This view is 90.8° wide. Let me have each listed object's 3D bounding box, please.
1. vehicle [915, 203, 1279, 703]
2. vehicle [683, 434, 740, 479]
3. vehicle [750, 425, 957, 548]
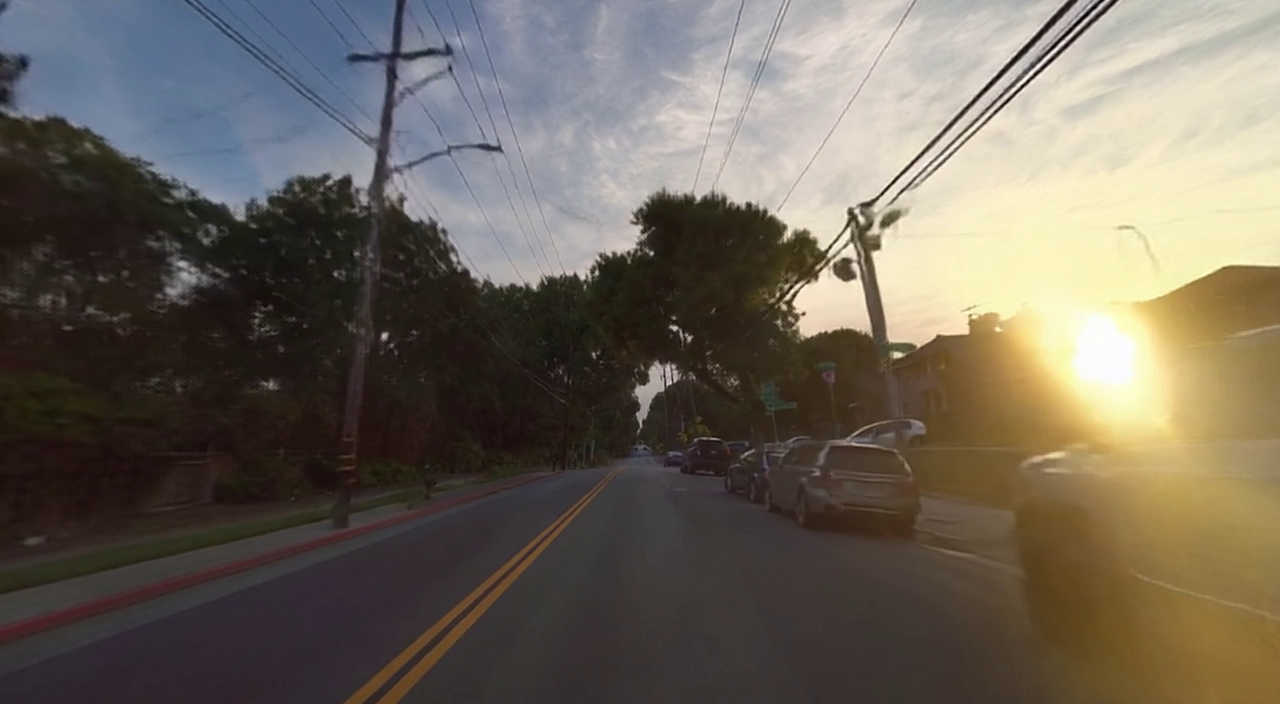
[{"bbox_3d":[3.266,0.528,1.881,2.347,2.070,5.735,0,-8,1],"label":"vehicle"},{"bbox_3d":[3.296,4.941,30.100,2.020,1.900,5.202,0,-8,-1],"label":"vehicle"},{"bbox_3d":[3.330,2.202,11.153,1.848,1.624,5.200,0,-8,0],"label":"vehicle"}]
